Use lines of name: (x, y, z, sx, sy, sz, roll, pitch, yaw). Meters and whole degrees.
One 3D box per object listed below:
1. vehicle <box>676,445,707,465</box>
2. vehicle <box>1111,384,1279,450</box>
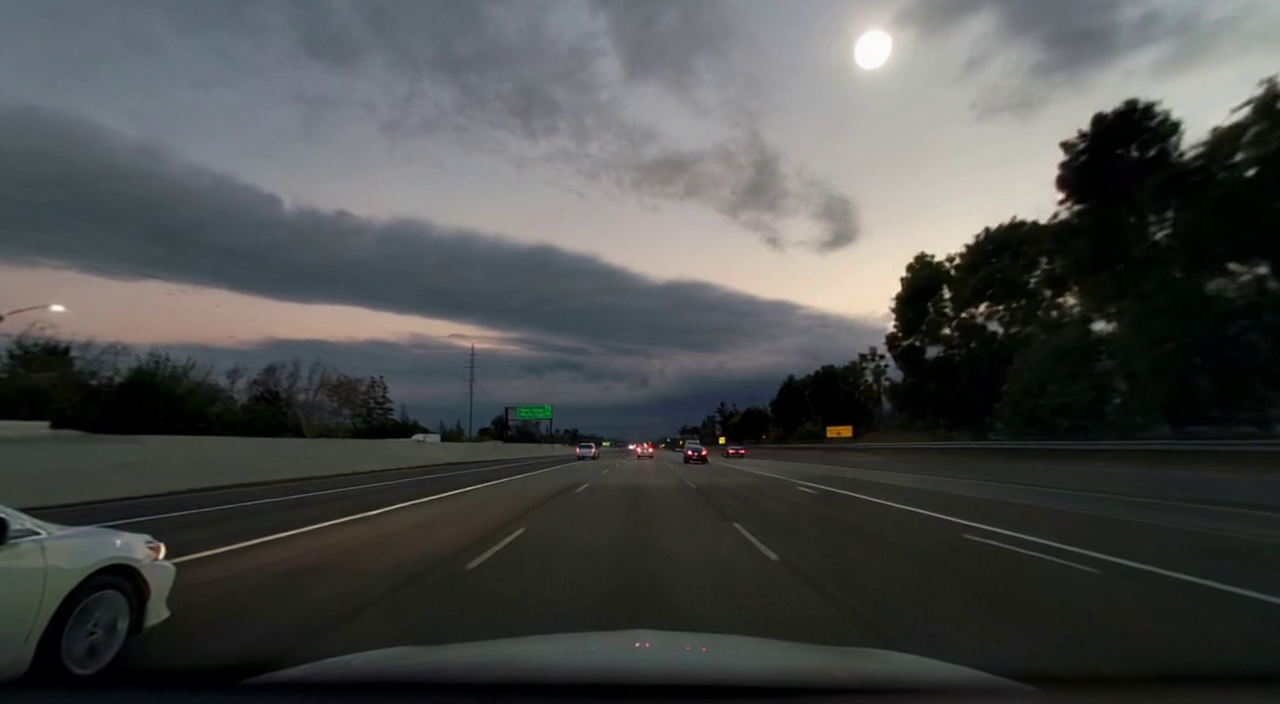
vehicle: (3.972, 8.021, 49.256, 2.076, 1.506, 4.050, 0, -9, 1)
vehicle: (42.177, 5.079, 46.284, 2.955, 4.183, 15.830, 0, -9, 0)
